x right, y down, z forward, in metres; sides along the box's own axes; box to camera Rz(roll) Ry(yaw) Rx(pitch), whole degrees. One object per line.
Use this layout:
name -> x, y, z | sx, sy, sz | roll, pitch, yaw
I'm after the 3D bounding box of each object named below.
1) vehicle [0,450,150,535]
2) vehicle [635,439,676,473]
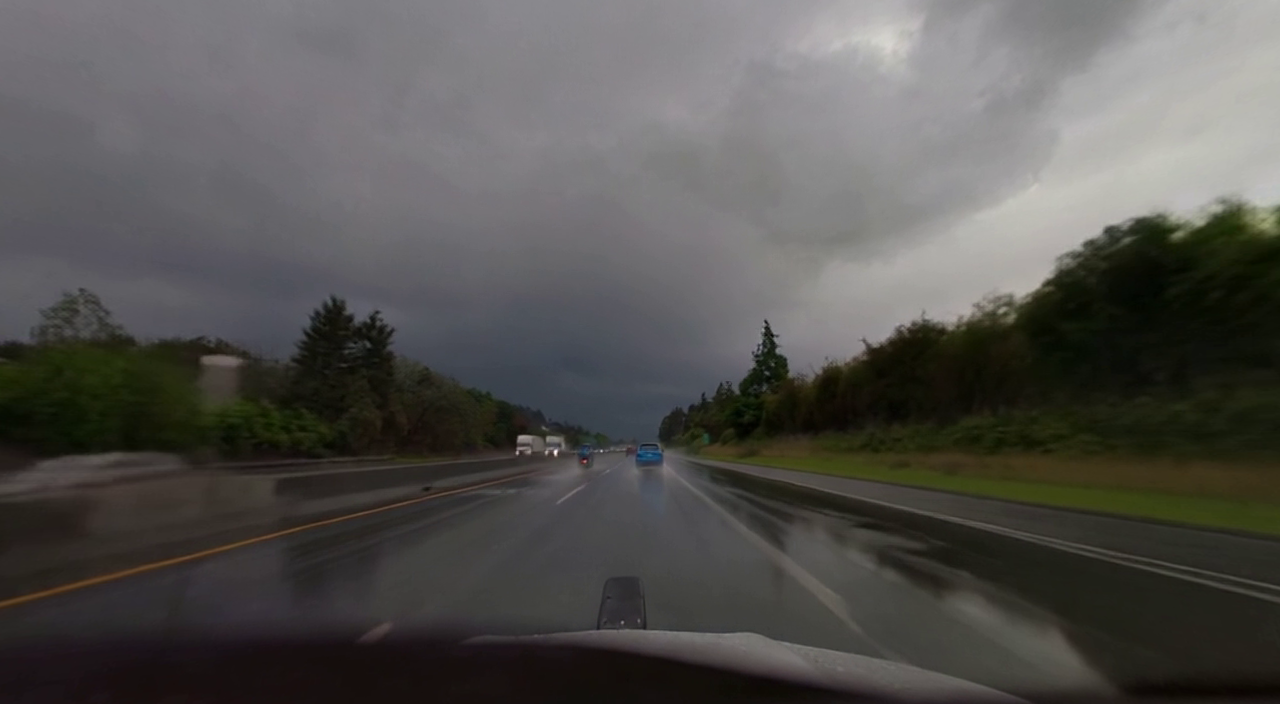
vehicle -> -12.202, 2.631, 12.081 | 2.009, 1.464, 4.489 | 0, -9, 0
vehicle -> 0.852, 6.009, 36.572 | 2.247, 1.825, 4.036 | 0, -9, 1
